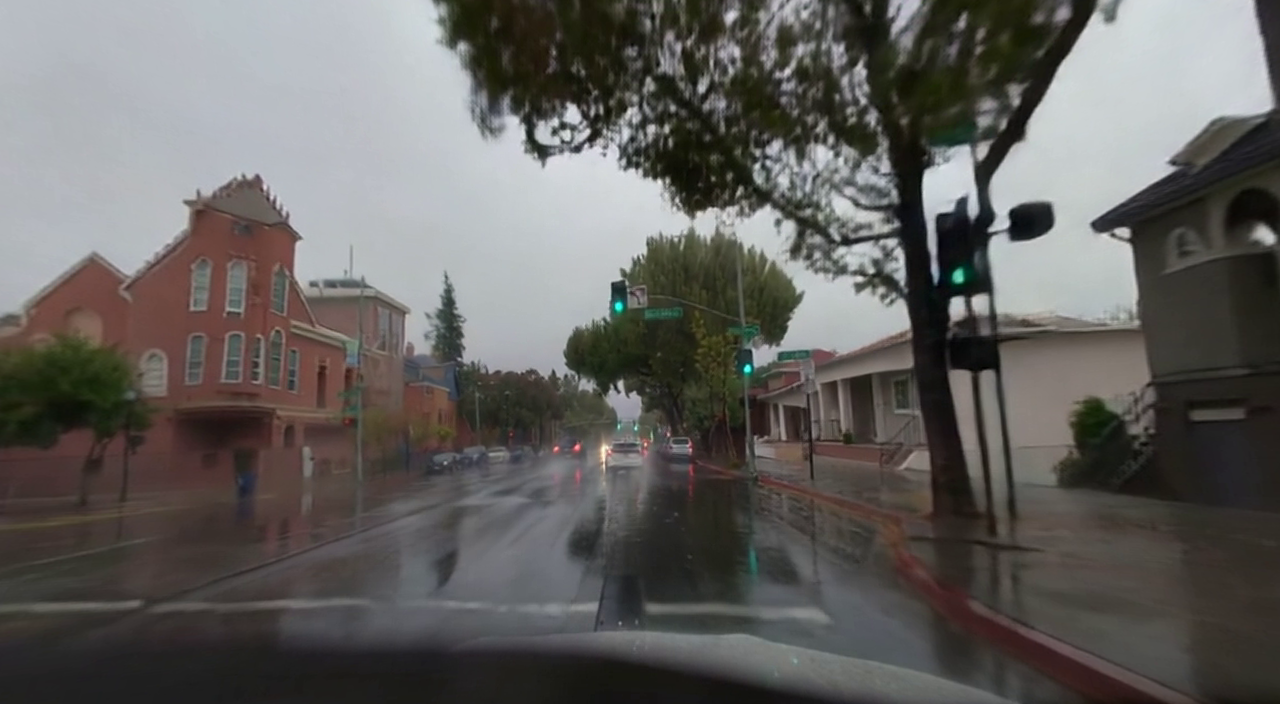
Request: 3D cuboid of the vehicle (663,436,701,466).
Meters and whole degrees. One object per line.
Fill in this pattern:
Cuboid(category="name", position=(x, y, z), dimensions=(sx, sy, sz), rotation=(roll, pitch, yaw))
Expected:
Cuboid(category="vehicle", position=(2.538, 6.060, 38.717), dimensions=(1.969, 1.725, 4.387), rotation=(0, -8, -1))

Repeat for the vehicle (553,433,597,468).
Cuboid(category="vehicle", position=(-3.627, 5.566, 35.747), dimensions=(1.983, 1.841, 4.013), rotation=(0, -8, 1))

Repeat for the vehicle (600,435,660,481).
Cuboid(category="vehicle", position=(-0.352, 3.828, 23.011), dimensions=(1.998, 1.518, 4.015), rotation=(0, -8, -1))

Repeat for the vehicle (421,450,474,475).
Cuboid(category="vehicle", position=(-12.233, 7.020, 40.306), dimensions=(1.913, 1.475, 4.372), rotation=(0, -8, 1))

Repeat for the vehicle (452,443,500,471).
Cuboid(category="vehicle", position=(-12.358, 7.928, 47.842), dimensions=(2.109, 1.941, 6.025), rotation=(0, -8, -1))
